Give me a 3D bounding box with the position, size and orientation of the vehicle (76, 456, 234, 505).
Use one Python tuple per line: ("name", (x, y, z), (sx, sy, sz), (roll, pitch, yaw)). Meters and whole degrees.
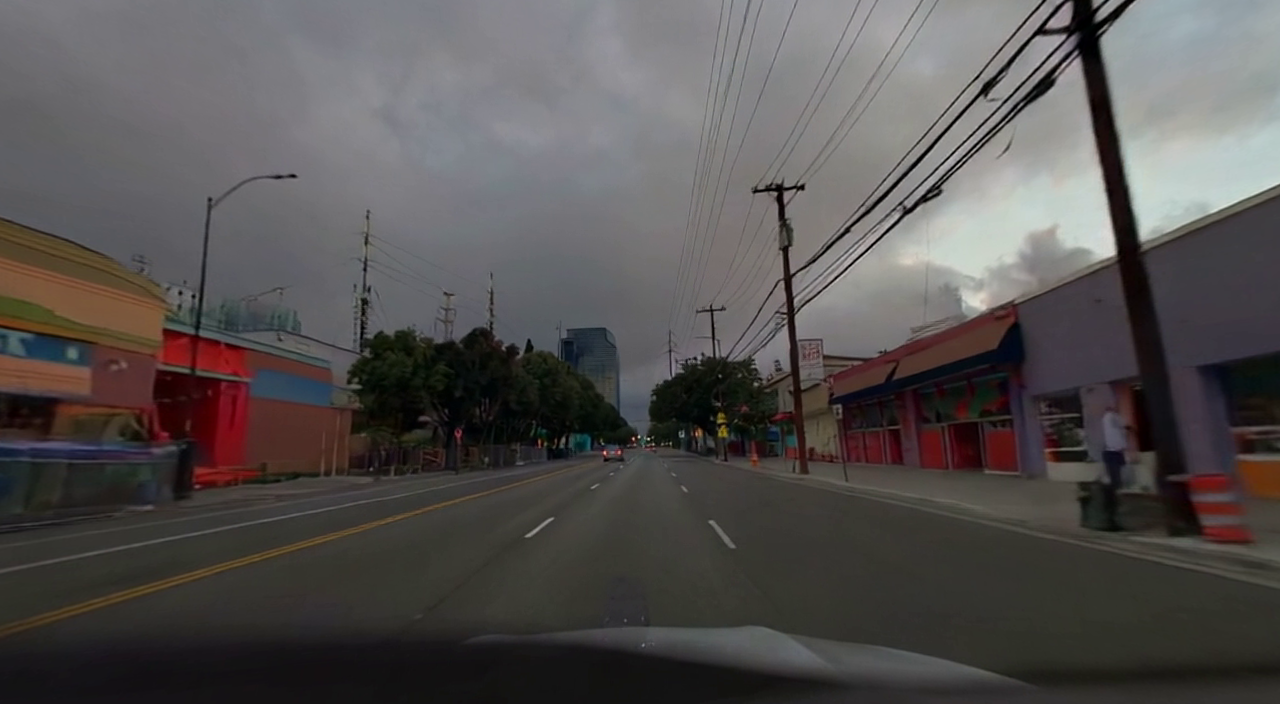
("vehicle", (-17.253, 4.552, 22.806), (1.995, 1.460, 4.802), (0, -8, -1))
